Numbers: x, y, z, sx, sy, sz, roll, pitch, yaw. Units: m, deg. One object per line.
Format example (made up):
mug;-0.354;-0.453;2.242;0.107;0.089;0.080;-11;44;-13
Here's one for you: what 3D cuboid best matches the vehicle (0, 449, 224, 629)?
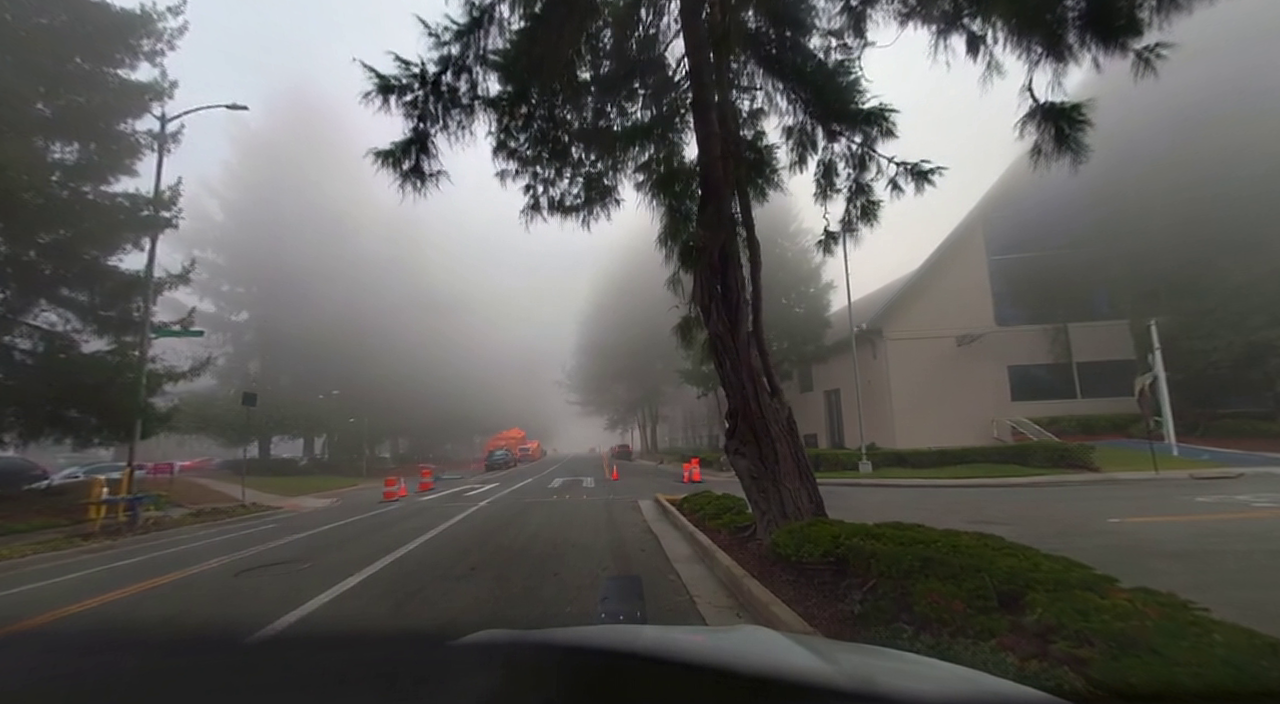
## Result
vehicle;-7.625;1.780;5.855;2.961;1.701;7.563;1;-8;-5
